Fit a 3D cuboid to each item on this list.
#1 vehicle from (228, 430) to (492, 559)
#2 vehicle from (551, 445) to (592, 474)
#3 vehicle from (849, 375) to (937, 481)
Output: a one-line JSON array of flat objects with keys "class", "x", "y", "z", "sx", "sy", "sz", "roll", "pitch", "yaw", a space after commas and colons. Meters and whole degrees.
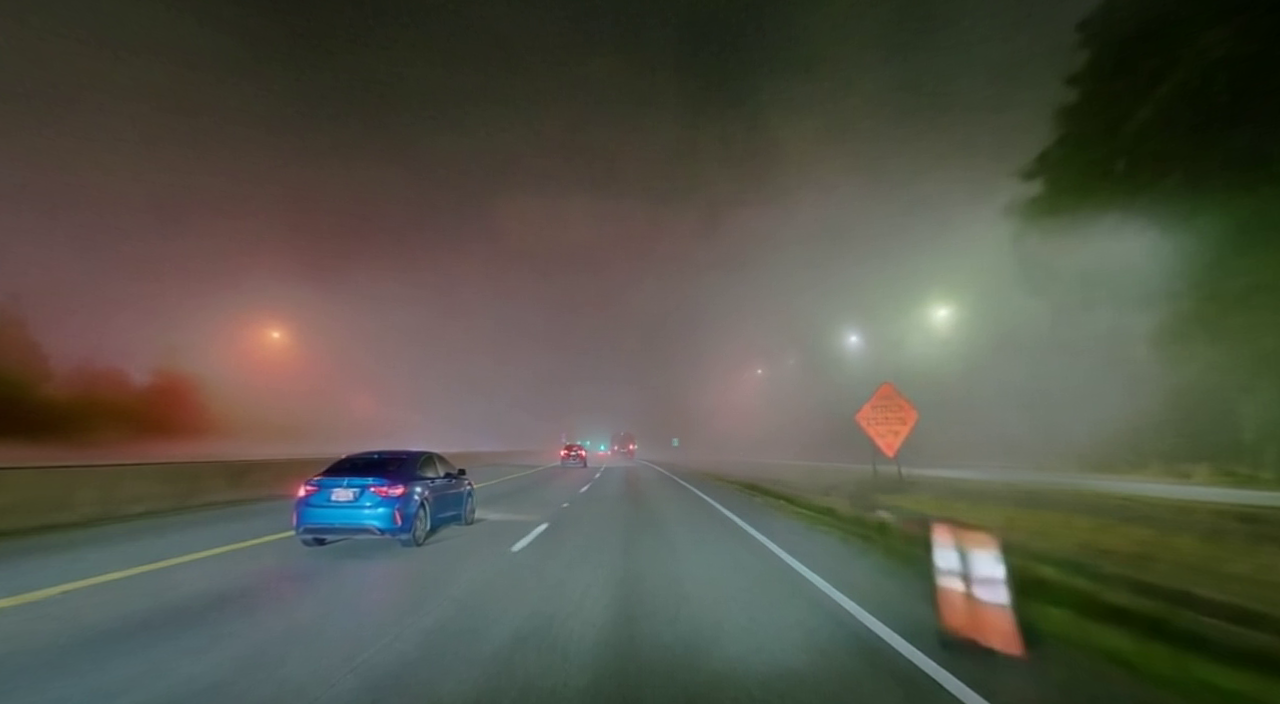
[{"class": "vehicle", "x": -3.905, "y": 2.070, "z": 9.924, "sx": 2.012, "sy": 1.510, "sz": 4.672, "roll": 0, "pitch": -9, "yaw": 0}, {"class": "vehicle", "x": -3.749, "y": 5.937, "z": 34.907, "sx": 1.965, "sy": 1.459, "sz": 4.145, "roll": 1, "pitch": -9, "yaw": -2}, {"class": "vehicle", "x": 10.457, "y": 3.190, "z": 26.302, "sx": 2.203, "sy": 4.166, "sz": 2.914, "roll": 0, "pitch": -9, "yaw": -1}]
